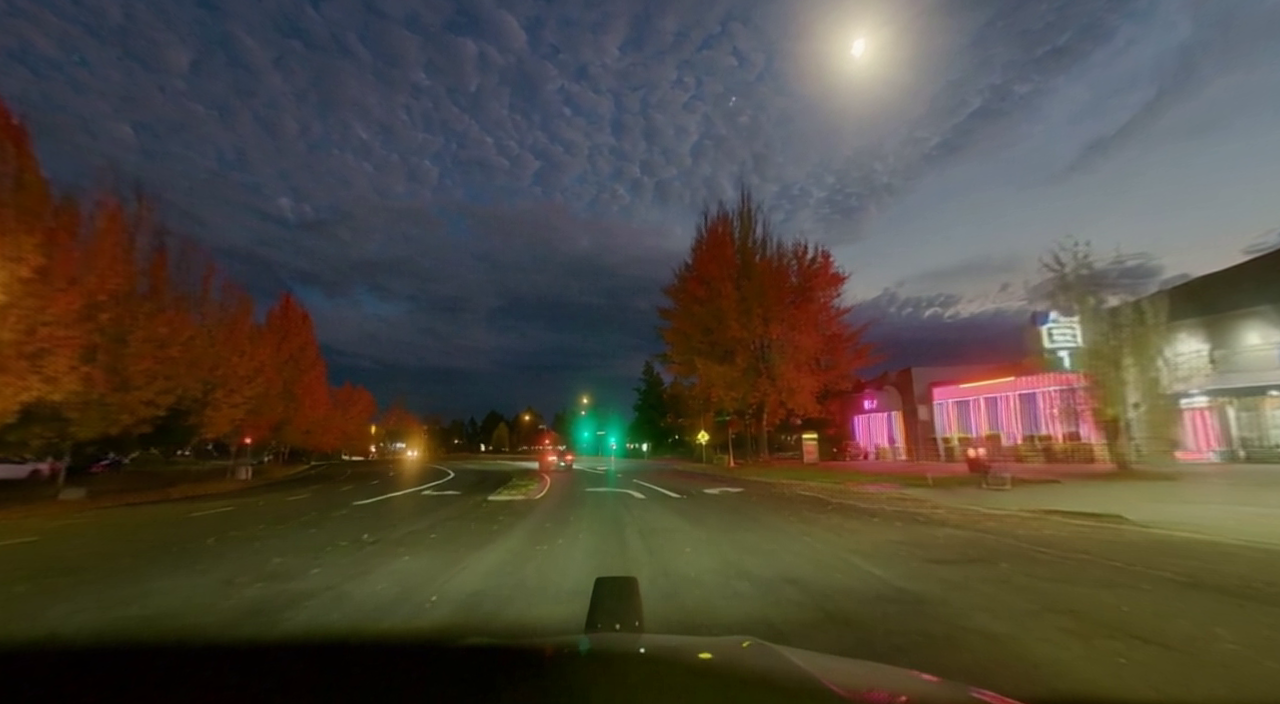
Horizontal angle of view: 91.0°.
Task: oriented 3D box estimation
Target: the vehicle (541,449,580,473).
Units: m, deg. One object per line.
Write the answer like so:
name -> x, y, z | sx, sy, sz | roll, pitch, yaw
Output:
vehicle -> -5.447, 7.361, 42.689 | 2.018, 1.512, 4.304 | 3, -9, -16
